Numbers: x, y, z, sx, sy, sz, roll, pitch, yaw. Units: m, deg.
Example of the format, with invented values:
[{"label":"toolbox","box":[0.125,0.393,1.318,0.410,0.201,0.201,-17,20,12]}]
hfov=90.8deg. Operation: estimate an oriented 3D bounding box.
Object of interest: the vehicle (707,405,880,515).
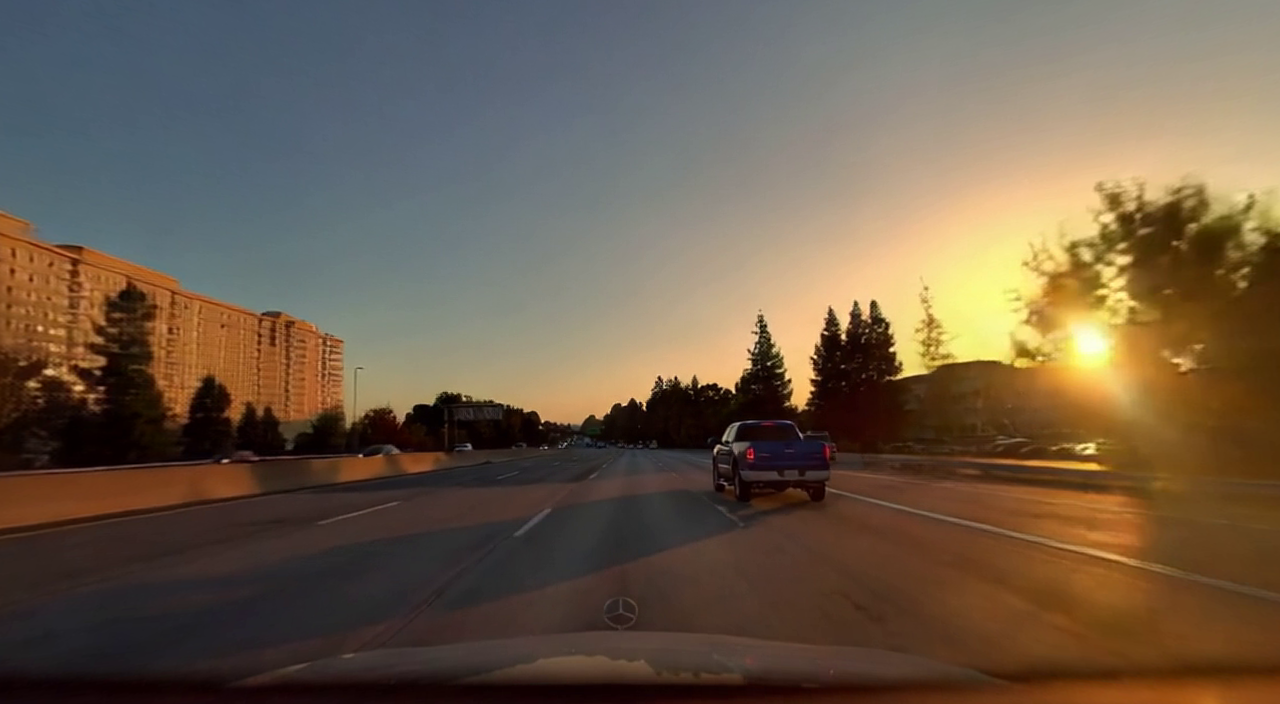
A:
[{"label":"vehicle","box":[3.073,2.334,13.980,2.462,1.984,4.718,0,-9,-2]}]

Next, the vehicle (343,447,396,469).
[{"label":"vehicle","box":[-19.731,7.744,46.329,1.853,1.477,4.546,-1,-9,0]}]
